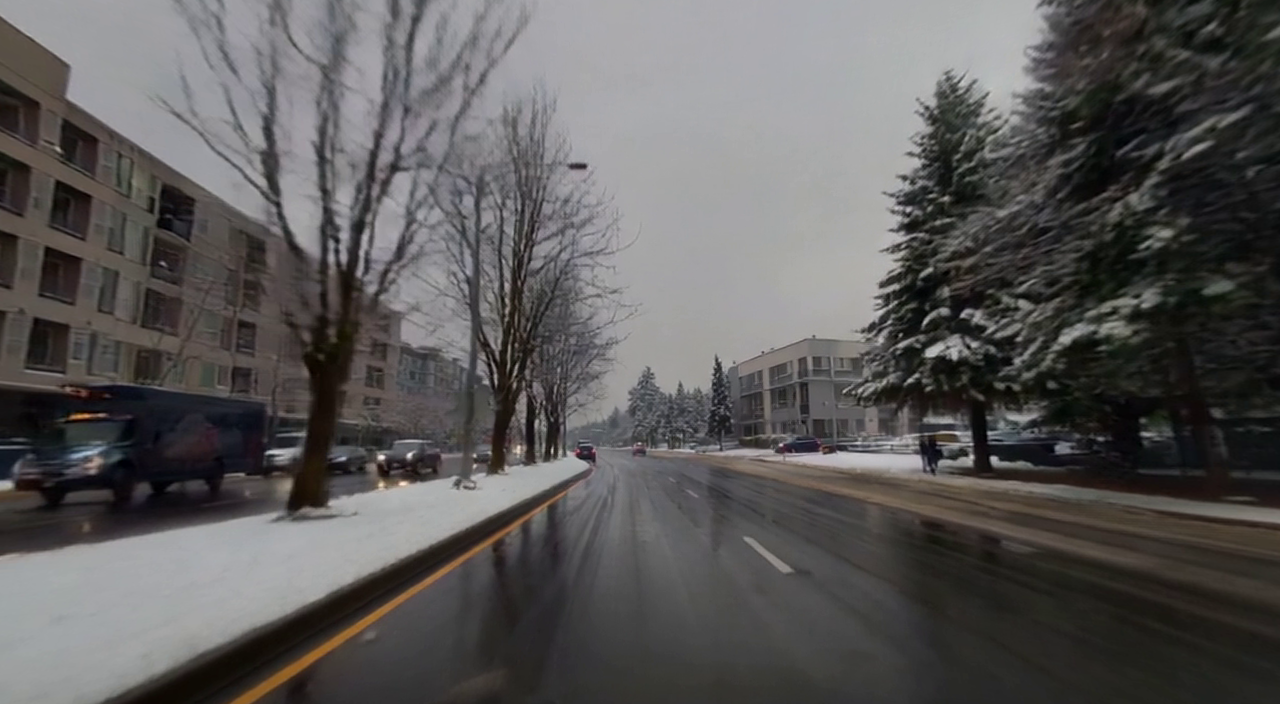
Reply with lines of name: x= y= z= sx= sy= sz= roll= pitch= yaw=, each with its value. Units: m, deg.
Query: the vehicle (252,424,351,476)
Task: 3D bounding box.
vehicle: x=-20.694 y=6.045 z=39.109 sx=2.601 sy=2.866 sz=6.588 roll=0 pitch=-9 yaw=-2

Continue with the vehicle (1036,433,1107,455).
vehicle: x=31.136 y=6.634 z=45.584 sx=4.313 sy=1.549 sz=1.851 roll=3 pitch=-9 yaw=-18

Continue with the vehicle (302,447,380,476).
vehicle: x=-16.324 y=5.994 z=34.813 sx=2.206 sy=1.483 sz=4.526 roll=0 pitch=-8 yaw=-2

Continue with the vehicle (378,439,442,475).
vehicle: x=-12.777 y=5.842 z=35.410 sx=1.816 sy=1.843 sz=4.863 roll=0 pitch=-8 yaw=-2
